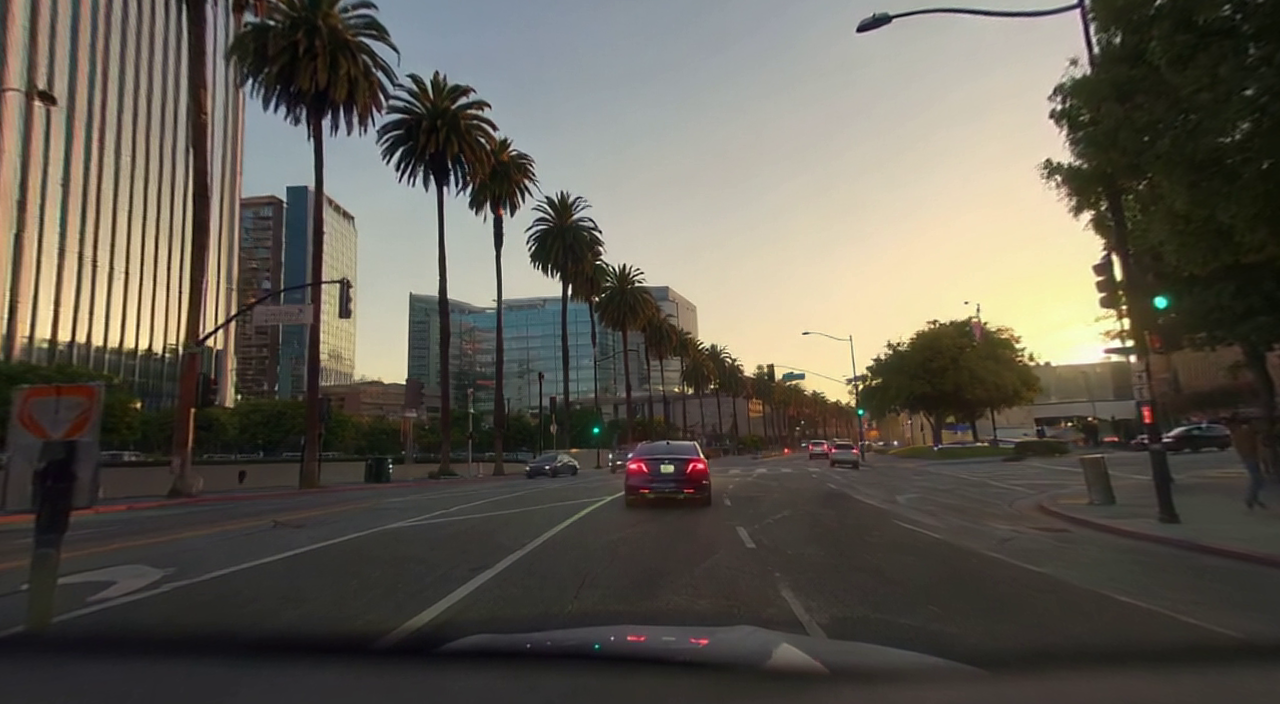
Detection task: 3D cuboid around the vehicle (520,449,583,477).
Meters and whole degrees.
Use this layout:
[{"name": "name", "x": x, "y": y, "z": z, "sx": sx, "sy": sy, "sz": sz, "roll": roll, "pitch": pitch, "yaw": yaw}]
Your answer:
[{"name": "vehicle", "x": -4.999, "y": 6.381, "z": 36.483, "sx": 2.012, "sy": 1.467, "sz": 4.592, "roll": -2, "pitch": -9, "yaw": 13}]

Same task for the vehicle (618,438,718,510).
[{"name": "vehicle", "x": 0.820, "y": 2.895, "z": 15.420, "sx": 2.096, "sy": 1.492, "sz": 4.071, "roll": -1, "pitch": -9, "yaw": 7}]

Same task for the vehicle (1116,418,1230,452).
[{"name": "vehicle", "x": 30.458, "y": 4.777, "z": 36.161, "sx": 5.049, "sy": 1.861, "sz": 2.081, "roll": 1, "pitch": -9, "yaw": -10}]
